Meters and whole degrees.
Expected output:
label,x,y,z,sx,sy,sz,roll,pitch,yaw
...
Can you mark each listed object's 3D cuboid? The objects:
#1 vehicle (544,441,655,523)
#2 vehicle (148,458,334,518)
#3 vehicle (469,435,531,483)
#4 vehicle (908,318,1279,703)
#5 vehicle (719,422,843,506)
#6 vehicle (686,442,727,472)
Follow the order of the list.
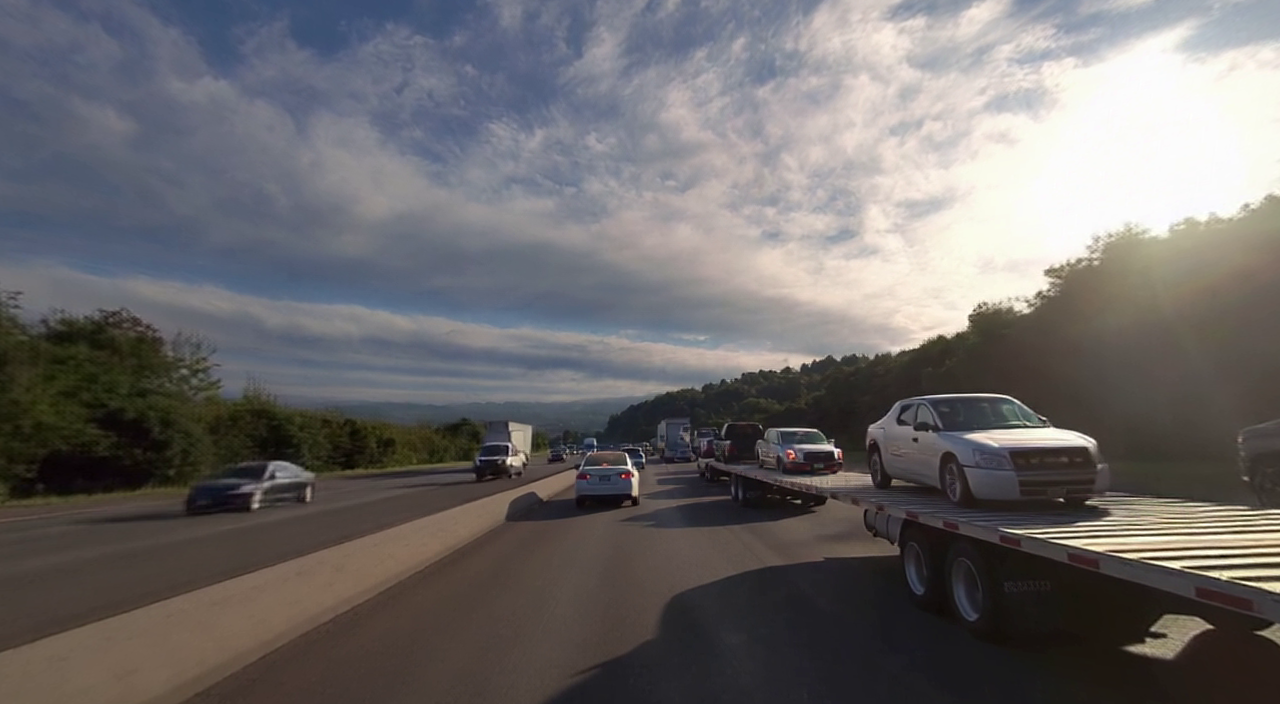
label,x,y,z,sx,sy,sz,roll,pitch,yaw
vehicle,-0.712,2.644,13.258,1.991,1.466,3.675,0,-9,0
vehicle,-11.811,4.039,19.235,2.431,1.508,4.935,0,-9,0
vehicle,-8.277,6.390,37.976,2.385,2.627,5.771,0,-9,0
vehicle,3.492,0.937,3.573,1.959,1.783,4.407,0,-9,0
vehicle,3.469,2.878,16.421,2.303,1.889,3.920,0,-9,0
vehicle,3.854,6.185,37.217,1.938,1.660,4.223,0,-9,-1
